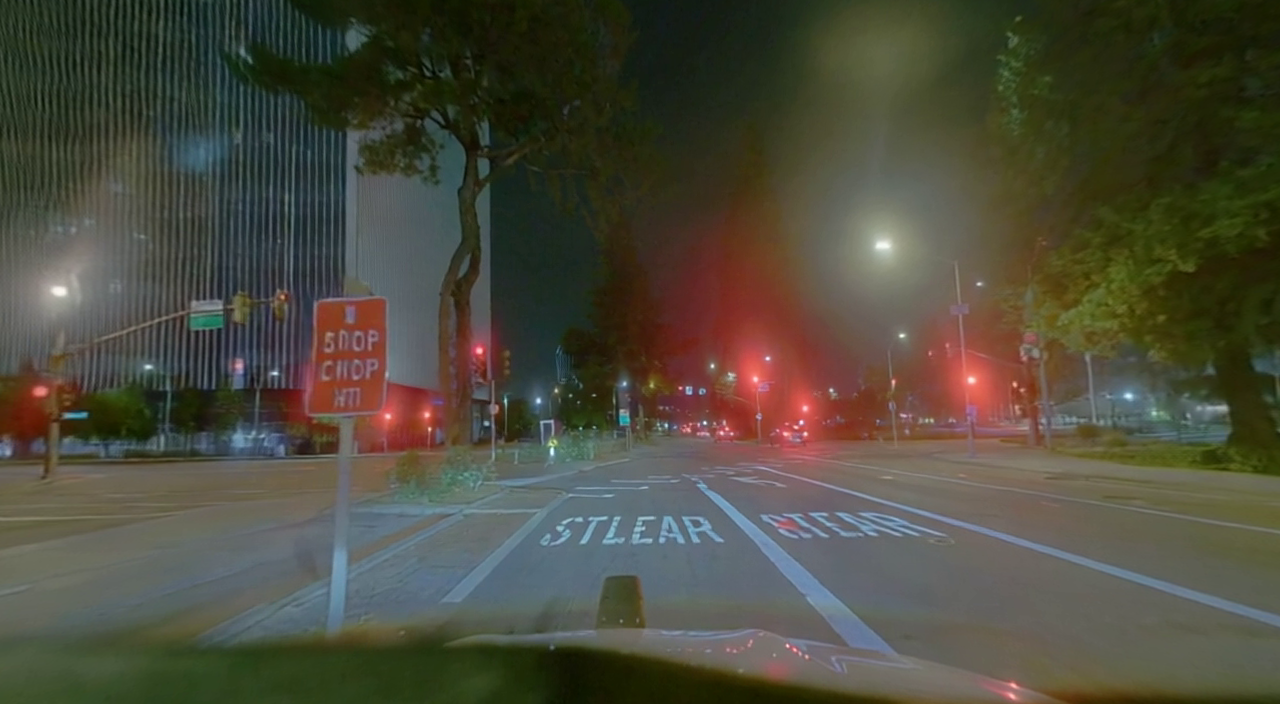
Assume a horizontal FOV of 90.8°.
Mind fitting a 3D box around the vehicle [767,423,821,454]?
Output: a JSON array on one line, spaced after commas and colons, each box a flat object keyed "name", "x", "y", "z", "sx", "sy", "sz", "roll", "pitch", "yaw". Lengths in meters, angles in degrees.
[{"name": "vehicle", "x": 9.920, "y": 5.656, "z": 40.995, "sx": 2.156, "sy": 1.881, "sz": 4.743, "roll": 0, "pitch": -8, "yaw": -2}]
